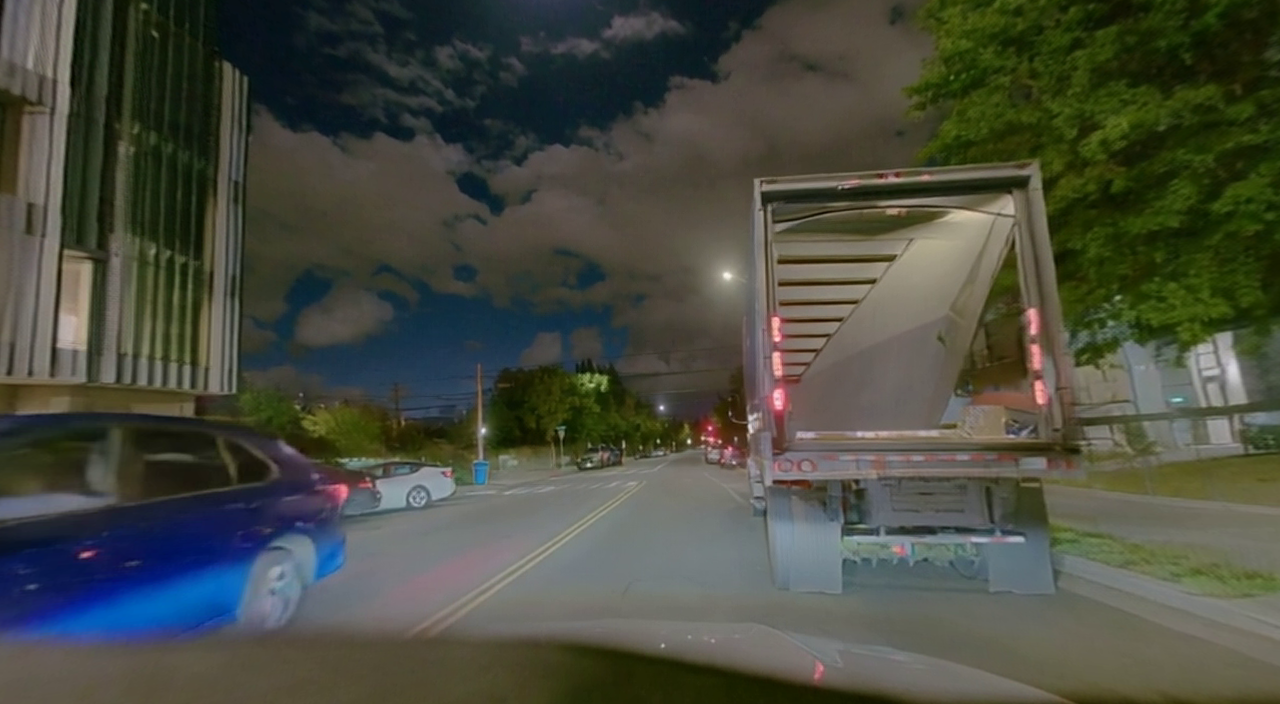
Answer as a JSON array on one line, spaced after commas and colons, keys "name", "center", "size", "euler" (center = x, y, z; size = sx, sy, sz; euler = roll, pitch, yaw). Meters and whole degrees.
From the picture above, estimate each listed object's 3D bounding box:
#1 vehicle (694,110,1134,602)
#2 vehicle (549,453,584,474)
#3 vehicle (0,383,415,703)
[{"name": "vehicle", "center": [2.821, 0.768, 10.987], "size": [3.320, 4.034, 11.553], "euler": [-1, -8, 7]}, {"name": "vehicle", "center": [-5.649, 8.639, 49.086], "size": [1.798, 1.459, 4.306], "euler": [-1, -8, 6]}, {"name": "vehicle", "center": [-3.291, 1.077, 3.212], "size": [2.311, 1.631, 4.510], "euler": [-1, -8, 5]}]
